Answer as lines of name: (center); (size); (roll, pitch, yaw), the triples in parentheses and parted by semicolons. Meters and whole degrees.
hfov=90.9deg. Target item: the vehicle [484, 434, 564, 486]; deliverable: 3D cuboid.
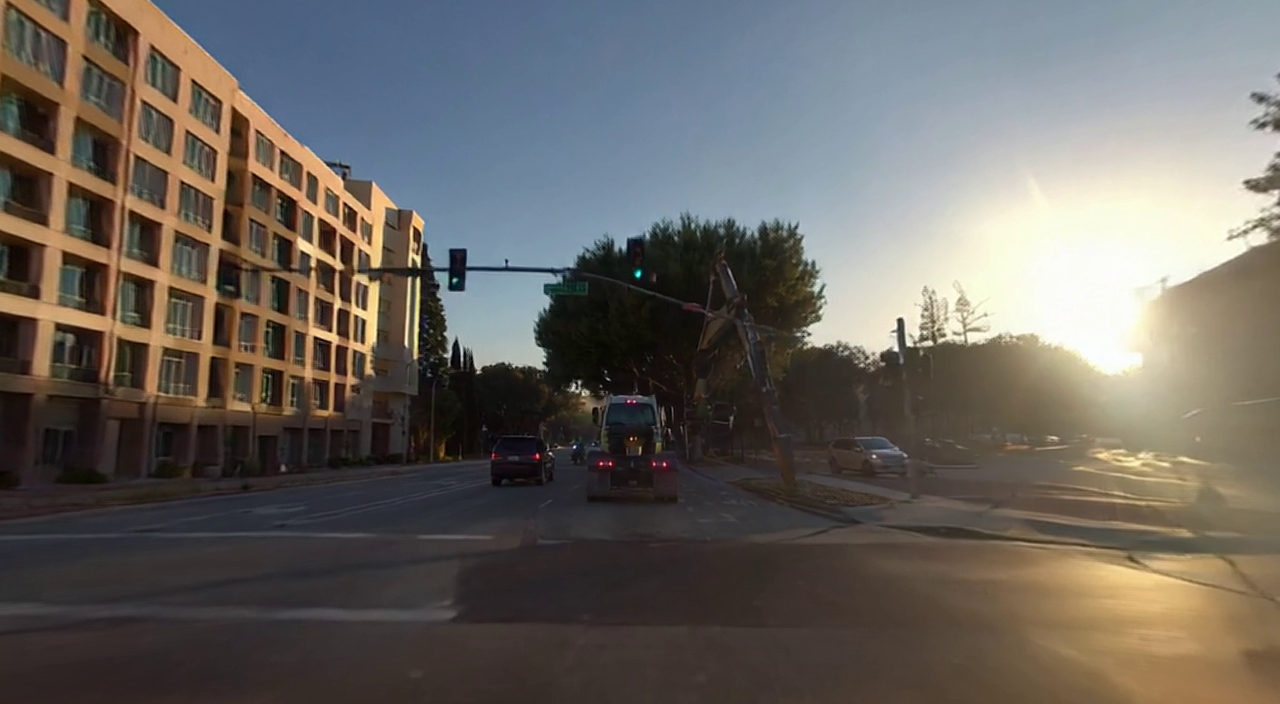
vehicle: (-4.024, 3.827, 22.621); (2.081, 1.688, 4.235); (0, -9, 0)

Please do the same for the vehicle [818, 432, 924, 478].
vehicle: (9.910, 4.467, 27.572); (2.186, 1.783, 4.716); (2, -9, -11)

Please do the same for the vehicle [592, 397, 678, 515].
vehicle: (-0.306, 3.905, 24.359); (2.552, 3.461, 11.044); (1, -8, -2)
